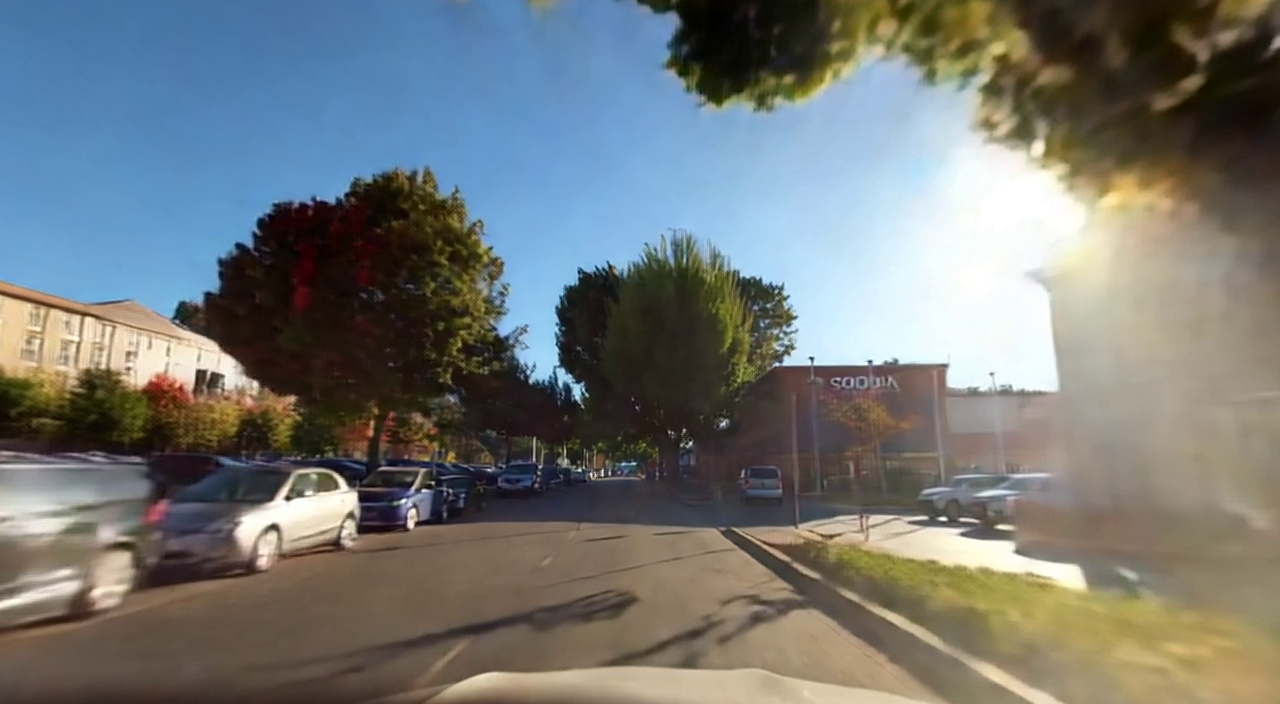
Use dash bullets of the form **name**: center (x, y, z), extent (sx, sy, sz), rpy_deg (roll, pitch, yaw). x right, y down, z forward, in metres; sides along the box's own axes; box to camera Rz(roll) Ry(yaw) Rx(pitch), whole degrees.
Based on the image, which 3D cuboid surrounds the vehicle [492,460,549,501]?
- **vehicle**: center (-6.323, 6.889, 33.995), extent (2.196, 2.001, 5.548), rpy_deg (1, -11, -3)

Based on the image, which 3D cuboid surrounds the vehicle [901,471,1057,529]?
- **vehicle**: center (10.045, 4.429, 19.203), extent (1.926, 1.469, 4.654), rpy_deg (2, -11, -4)

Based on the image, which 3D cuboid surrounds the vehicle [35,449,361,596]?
- **vehicle**: center (-5.805, 2.278, 9.071), extent (1.820, 1.578, 4.043), rpy_deg (1, -11, -2)

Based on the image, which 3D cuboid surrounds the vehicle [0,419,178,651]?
- **vehicle**: center (-5.644, 1.356, 4.314), extent (1.848, 1.683, 4.208), rpy_deg (-4, -8, -1)

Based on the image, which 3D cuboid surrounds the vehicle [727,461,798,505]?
- **vehicle**: center (5.383, 5.866, 28.454), extent (2.054, 1.779, 4.650), rpy_deg (1, -11, -3)

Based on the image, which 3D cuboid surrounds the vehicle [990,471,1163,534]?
- **vehicle**: center (13.257, 4.566, 19.499), extent (1.880, 1.644, 4.110), rpy_deg (3, -10, -12)

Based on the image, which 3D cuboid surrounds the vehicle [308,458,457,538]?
- **vehicle**: center (-6.079, 3.500, 15.524), extent (1.957, 1.634, 4.164), rpy_deg (1, -11, -2)
